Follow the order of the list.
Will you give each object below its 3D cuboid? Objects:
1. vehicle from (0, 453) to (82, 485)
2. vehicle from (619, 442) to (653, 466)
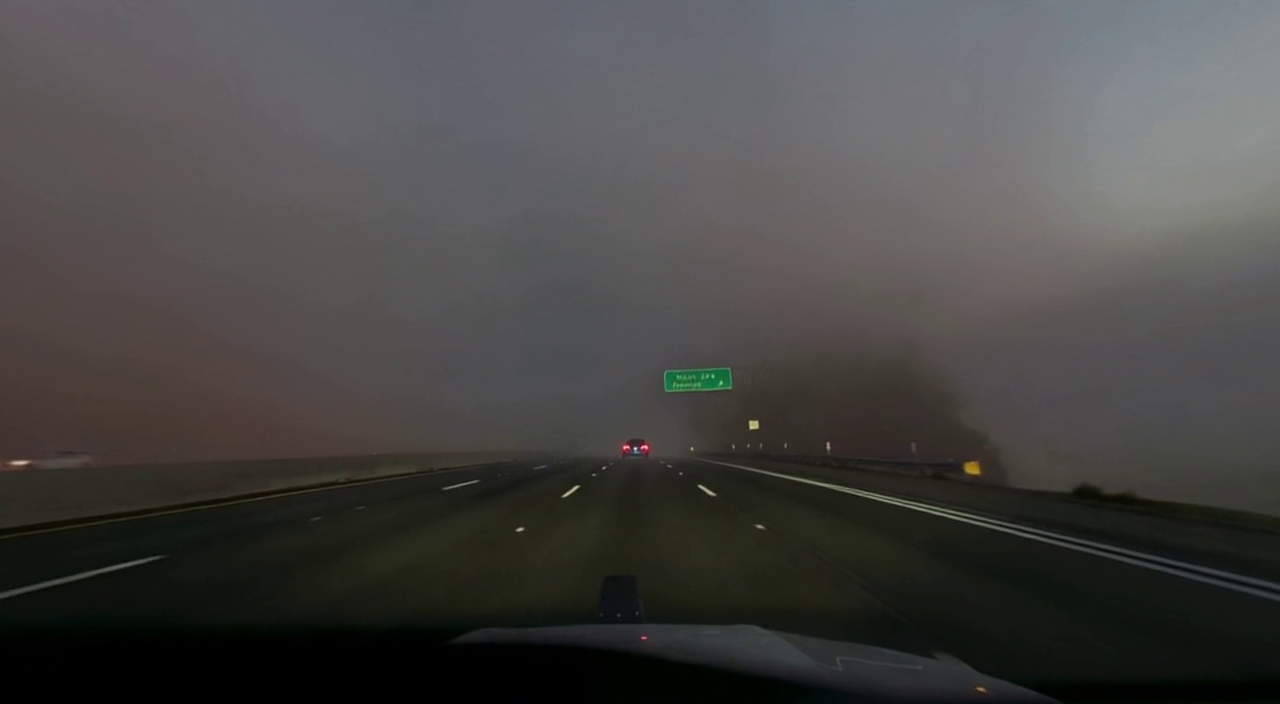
[{"bbox_3d":[-32.437,6.130,33.334,1.771,1.470,4.664,0,-8,-1],"label":"vehicle"},{"bbox_3d":[-0.265,6.615,41.031,2.080,1.468,3.884,0,-8,-1],"label":"vehicle"}]
